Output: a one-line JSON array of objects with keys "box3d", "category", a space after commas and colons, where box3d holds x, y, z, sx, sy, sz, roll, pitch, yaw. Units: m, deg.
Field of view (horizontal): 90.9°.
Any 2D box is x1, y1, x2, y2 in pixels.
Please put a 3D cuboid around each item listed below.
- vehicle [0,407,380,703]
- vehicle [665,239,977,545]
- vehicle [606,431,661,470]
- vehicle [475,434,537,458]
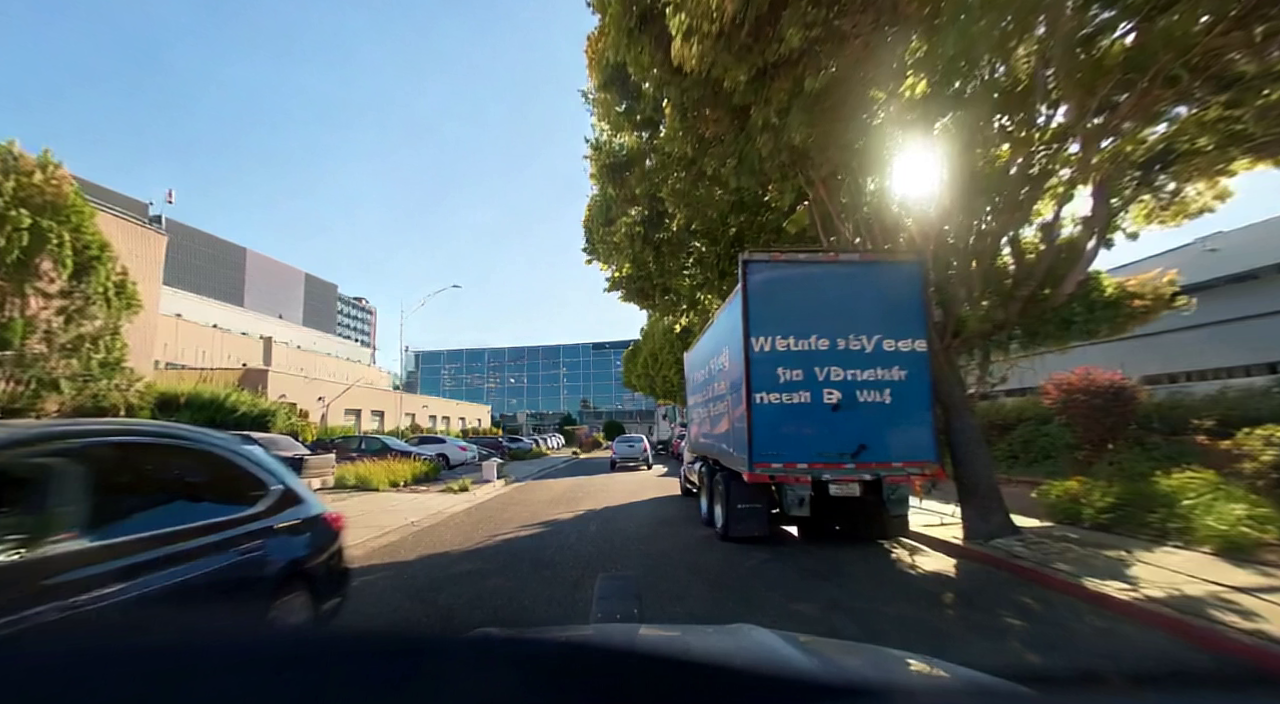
[{"box3d": [-2.632, 0.954, 2.173, 1.870, 1.448, 3.677, 0, -8, 1], "category": "vehicle"}, {"box3d": [2.325, 1.142, 12.832, 3.019, 3.659, 10.648, 0, -8, -1], "category": "vehicle"}, {"box3d": [-0.233, 4.083, 26.343, 2.160, 1.498, 3.909, -1, -8, 1], "category": "vehicle"}, {"box3d": [-8.561, 6.025, 40.448, 3.569, 1.520, 1.797, 0, -8, -2], "category": "vehicle"}]
